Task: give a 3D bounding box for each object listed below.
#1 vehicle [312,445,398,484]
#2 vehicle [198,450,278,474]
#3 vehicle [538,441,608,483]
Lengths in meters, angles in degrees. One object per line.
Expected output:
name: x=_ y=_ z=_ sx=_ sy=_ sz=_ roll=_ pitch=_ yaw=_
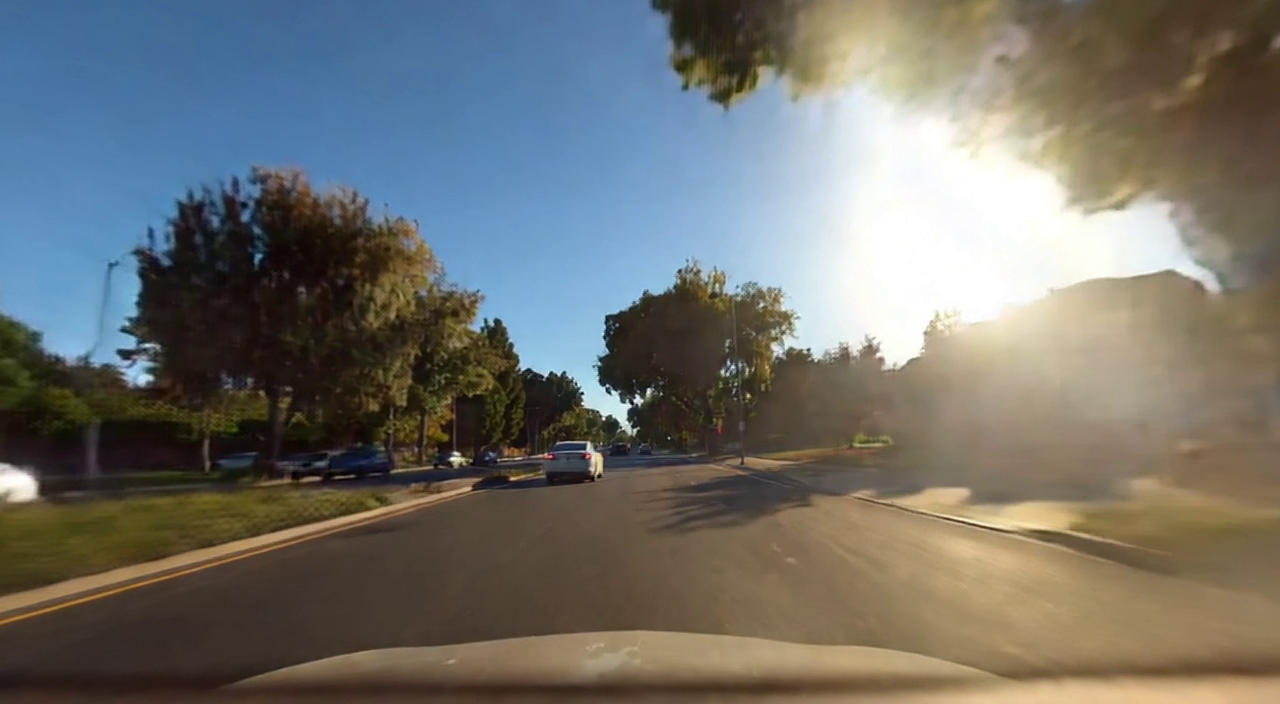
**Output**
vehicle: x=-13.905 y=5.497 z=31.046 sx=2.059 sy=1.734 sz=4.559 roll=0 pitch=-9 yaw=1
vehicle: x=-28.556 y=7.796 z=44.839 sx=4.298 sy=1.620 sz=2.002 roll=0 pitch=-9 yaw=-5
vehicle: x=-2.519 y=4.312 z=24.932 sx=2.106 sy=1.517 sz=4.375 roll=-1 pitch=-9 yaw=3
